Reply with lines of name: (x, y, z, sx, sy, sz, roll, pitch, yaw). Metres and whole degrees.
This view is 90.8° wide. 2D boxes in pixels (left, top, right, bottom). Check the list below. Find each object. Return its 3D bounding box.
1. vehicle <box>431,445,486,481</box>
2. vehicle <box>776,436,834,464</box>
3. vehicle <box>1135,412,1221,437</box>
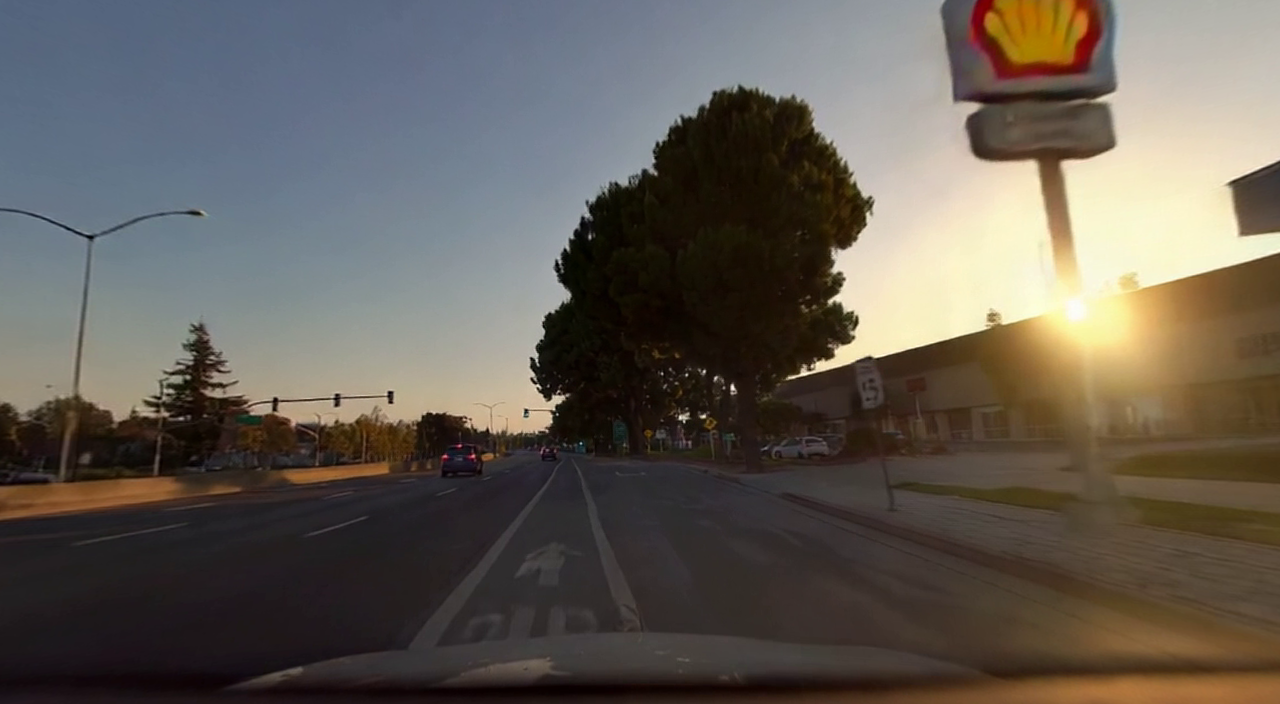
vehicle: (-9.649, 5.904, 33.981, 1.985, 1.772, 4.479, 0, -9, -5)
vehicle: (9.779, 5.825, 37.870, 2.076, 1.505, 4.770, -1, -8, -2)
vehicle: (36.195, 4.953, 42.638, 1.742, 1.432, 4.338, -1, -9, -4)
